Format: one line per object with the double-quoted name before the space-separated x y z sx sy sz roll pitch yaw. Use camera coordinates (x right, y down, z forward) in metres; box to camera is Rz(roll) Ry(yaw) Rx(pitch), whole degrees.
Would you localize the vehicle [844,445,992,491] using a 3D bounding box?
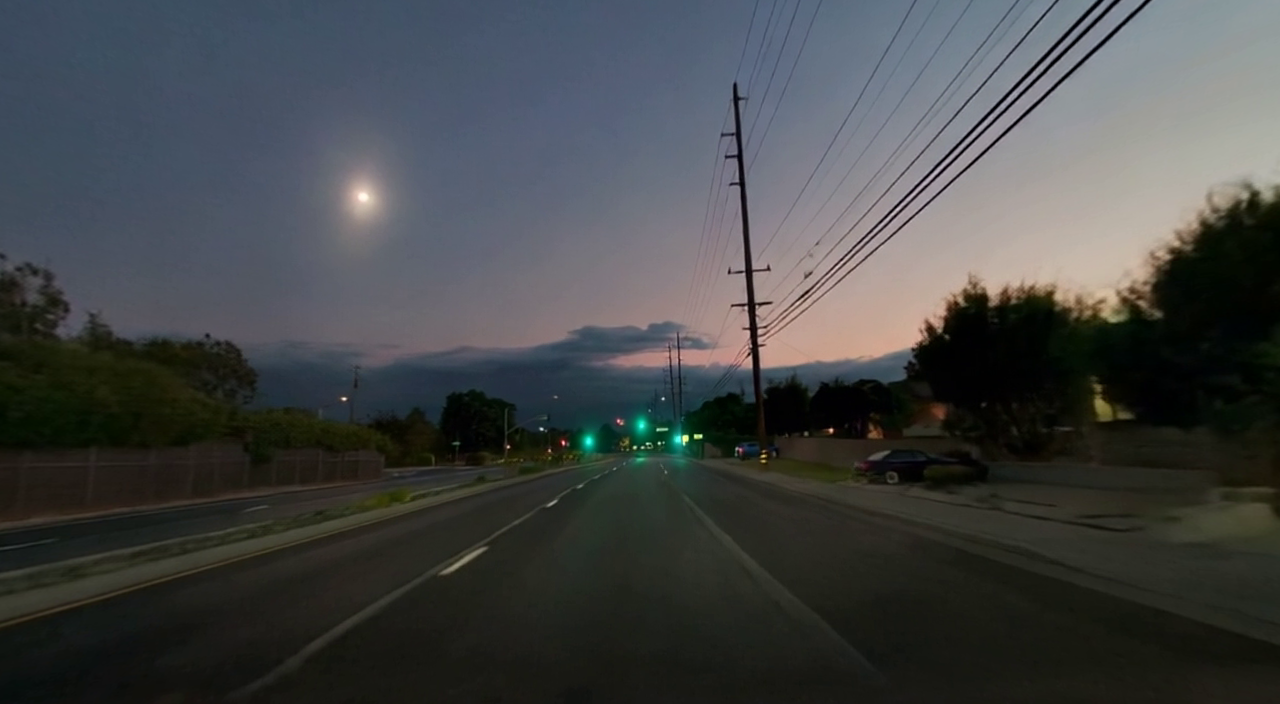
"vehicle" 9.303 3.883 21.354 4.159 1.408 1.822 2 -8 -5
